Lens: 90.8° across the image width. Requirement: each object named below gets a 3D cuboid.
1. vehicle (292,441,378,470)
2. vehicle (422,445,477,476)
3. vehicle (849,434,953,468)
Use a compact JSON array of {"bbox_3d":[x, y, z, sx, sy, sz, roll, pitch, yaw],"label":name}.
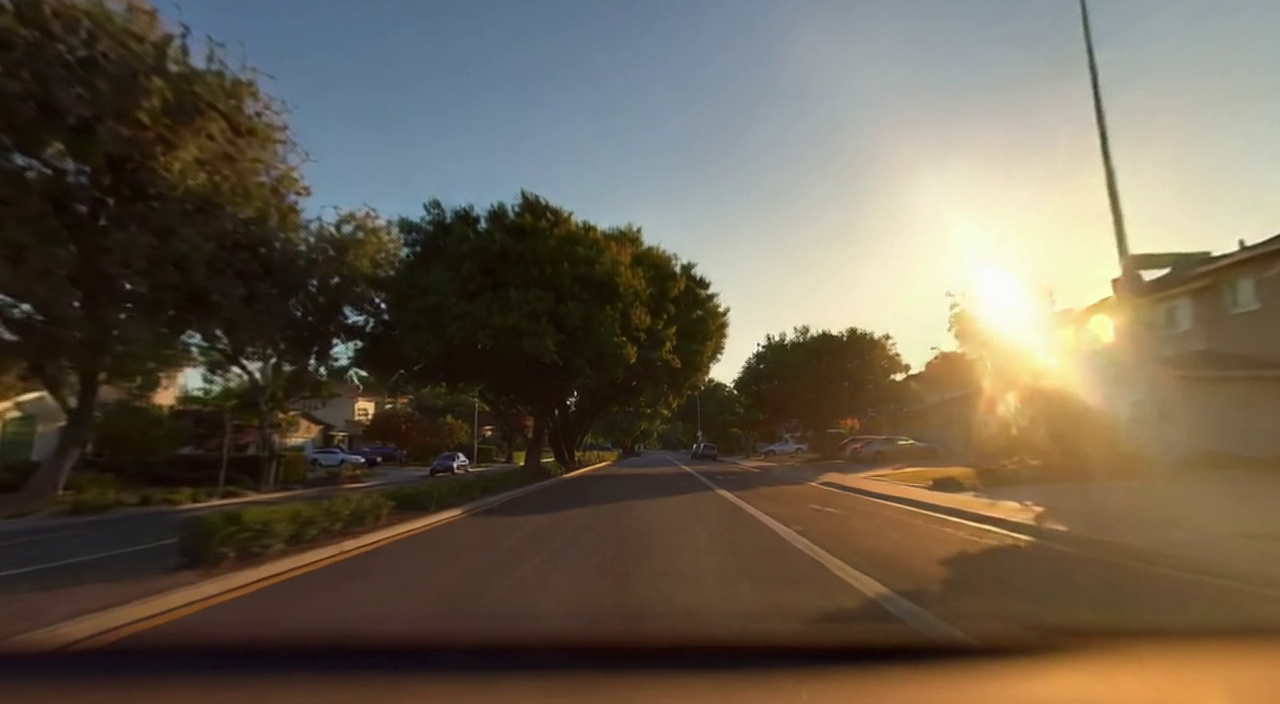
[{"bbox_3d":[-21.070,7.163,43.782,4.830,1.857,2.183,-1,-9,2],"label":"vehicle"},{"bbox_3d":[-11.331,6.508,37.883,2.020,1.691,4.308,-2,-10,-2],"label":"vehicle"},{"bbox_3d":[14.169,5.423,34.527,4.775,1.524,1.983,-4,-9,3],"label":"vehicle"}]
